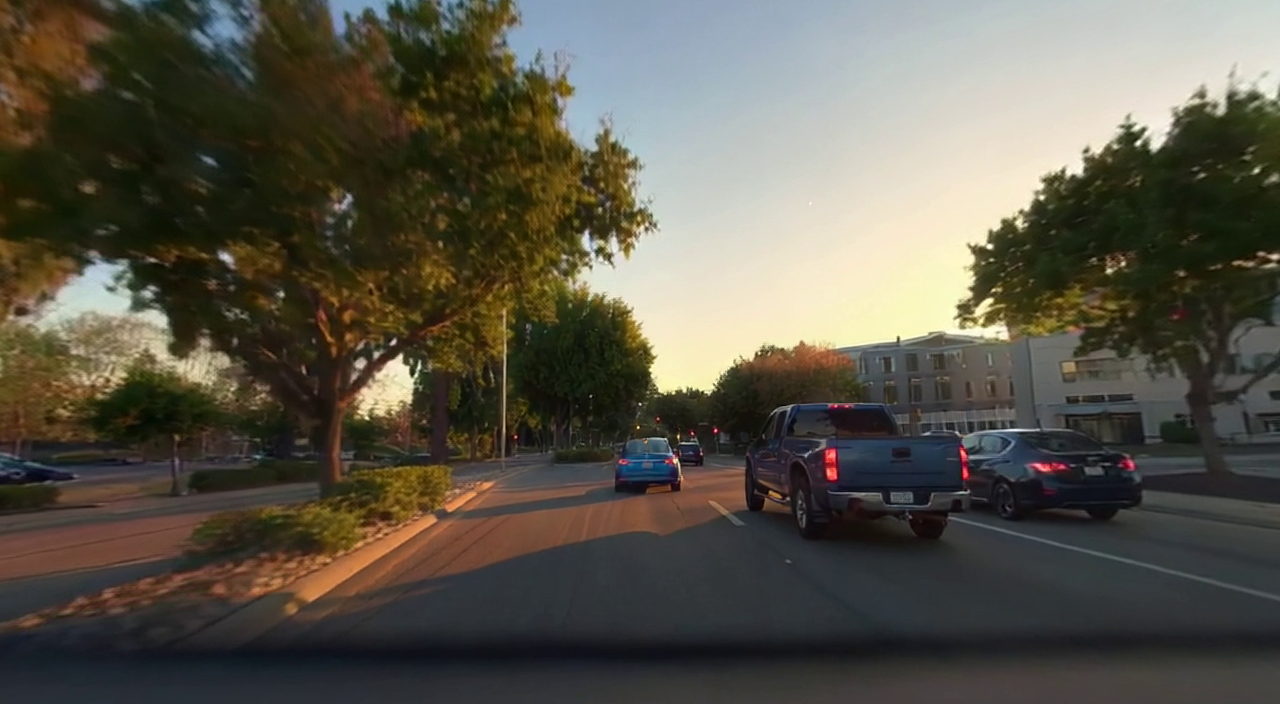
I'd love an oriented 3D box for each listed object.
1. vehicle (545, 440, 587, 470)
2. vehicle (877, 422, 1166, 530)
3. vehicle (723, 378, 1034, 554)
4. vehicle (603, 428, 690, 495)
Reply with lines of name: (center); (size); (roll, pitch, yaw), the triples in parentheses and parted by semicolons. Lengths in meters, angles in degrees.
vehicle: (-3.799, 5.342, 32.814); (1.960, 1.475, 4.161); (1, -9, -4)
vehicle: (6.690, 2.234, 12.029); (2.349, 1.600, 5.066); (0, -8, 0)
vehicle: (3.272, 1.817, 10.670); (2.731, 2.101, 6.047); (0, -9, -2)
vehicle: (0.134, 3.017, 17.614); (2.145, 1.650, 4.021); (0, -9, -1)
